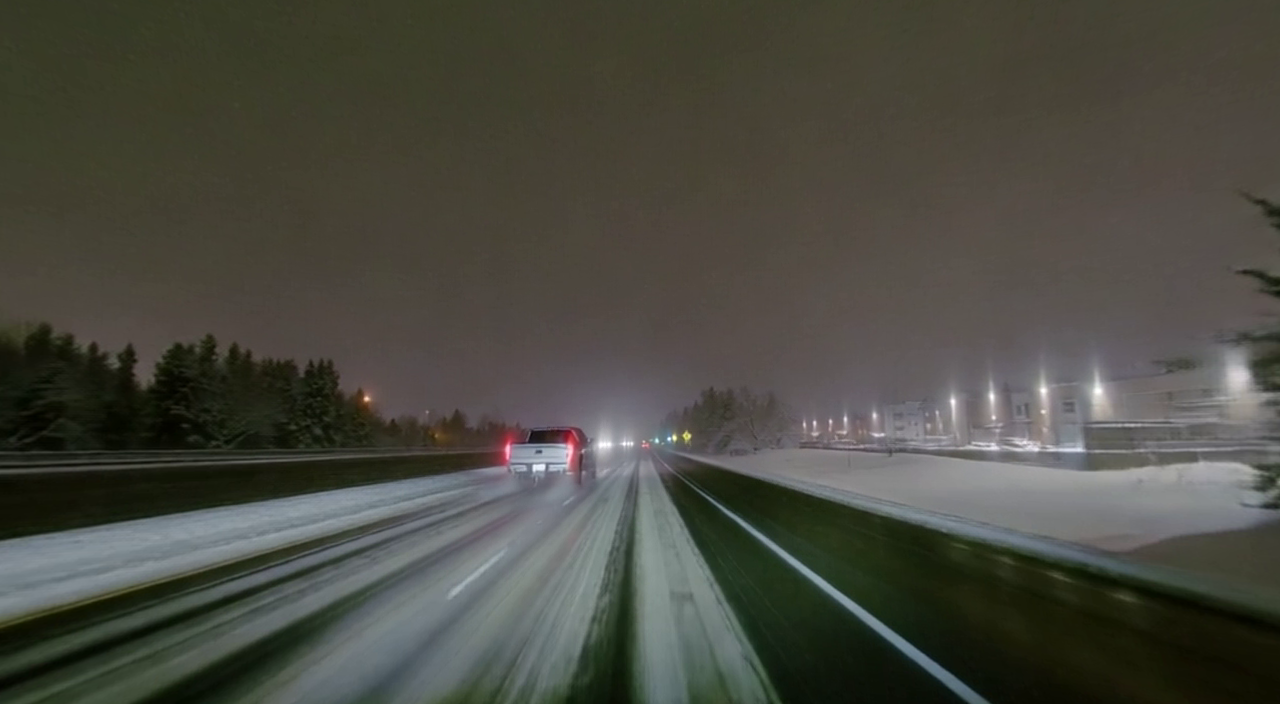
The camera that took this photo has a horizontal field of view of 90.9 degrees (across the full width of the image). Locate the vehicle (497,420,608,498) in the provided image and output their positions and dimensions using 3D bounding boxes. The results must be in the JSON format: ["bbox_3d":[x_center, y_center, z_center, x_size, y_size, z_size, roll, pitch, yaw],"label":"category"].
[{"bbox_3d":[-2.349,3.108,18.725,2.350,1.932,5.562,0,-8,2],"label":"vehicle"}]
